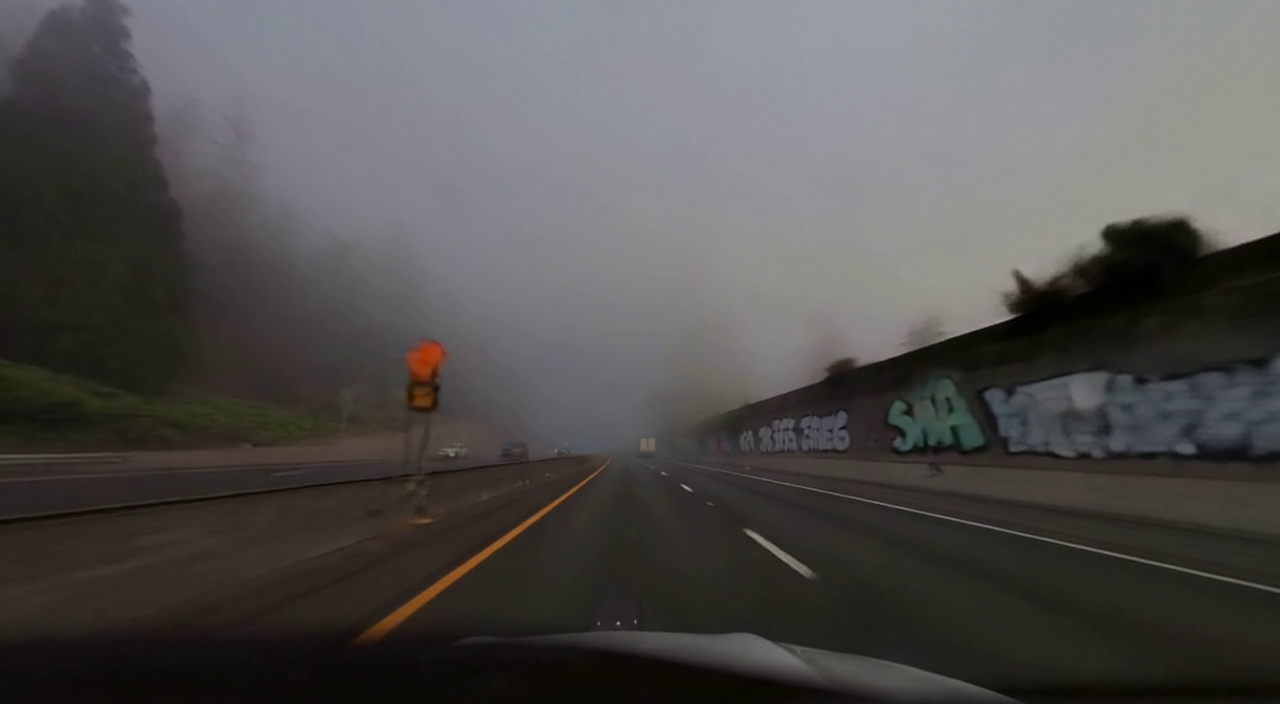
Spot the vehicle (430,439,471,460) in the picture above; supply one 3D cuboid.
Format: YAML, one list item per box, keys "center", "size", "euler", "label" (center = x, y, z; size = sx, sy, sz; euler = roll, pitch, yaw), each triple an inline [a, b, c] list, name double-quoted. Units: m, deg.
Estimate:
- center: [-14.534, 7.496, 48.291]
  size: [1.921, 1.551, 4.132]
  euler: [0, -9, -1]
  label: "vehicle"
